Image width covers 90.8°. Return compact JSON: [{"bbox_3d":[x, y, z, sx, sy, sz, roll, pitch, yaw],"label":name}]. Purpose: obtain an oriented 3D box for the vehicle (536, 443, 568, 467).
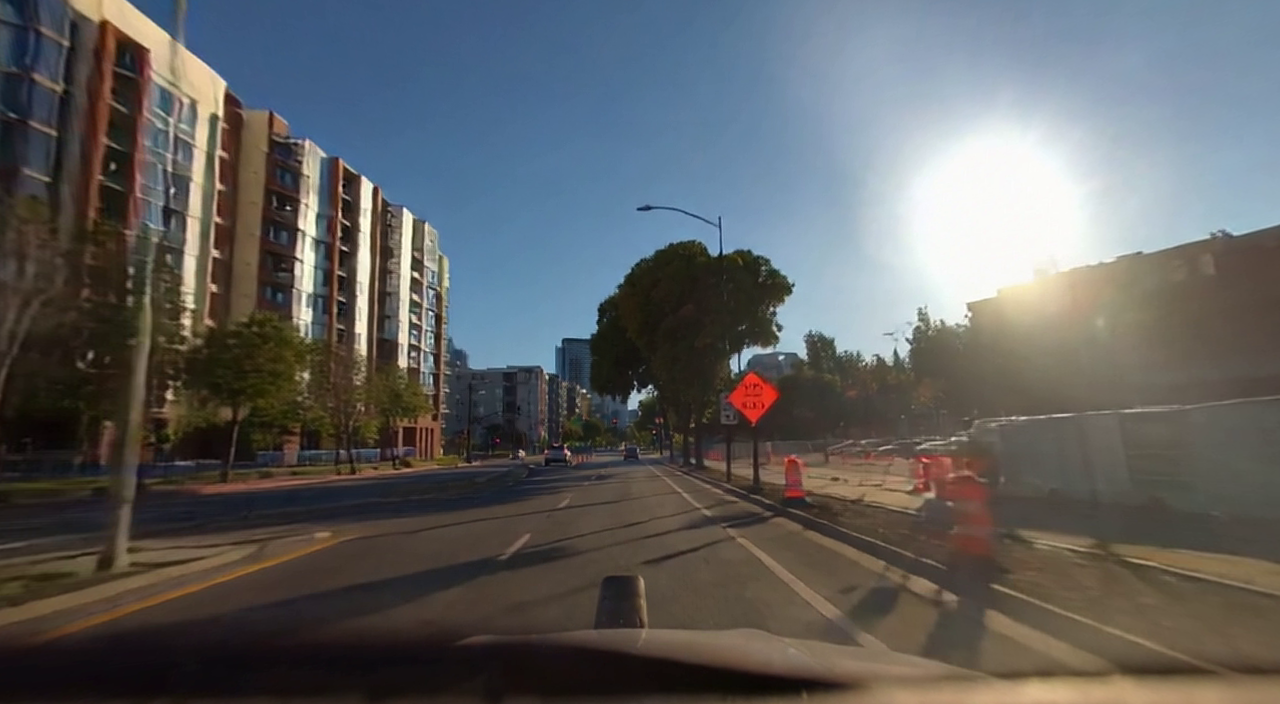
[{"bbox_3d":[-6.501,7.675,47.275,2.076,1.724,4.188,0,-9,-4],"label":"vehicle"}]
